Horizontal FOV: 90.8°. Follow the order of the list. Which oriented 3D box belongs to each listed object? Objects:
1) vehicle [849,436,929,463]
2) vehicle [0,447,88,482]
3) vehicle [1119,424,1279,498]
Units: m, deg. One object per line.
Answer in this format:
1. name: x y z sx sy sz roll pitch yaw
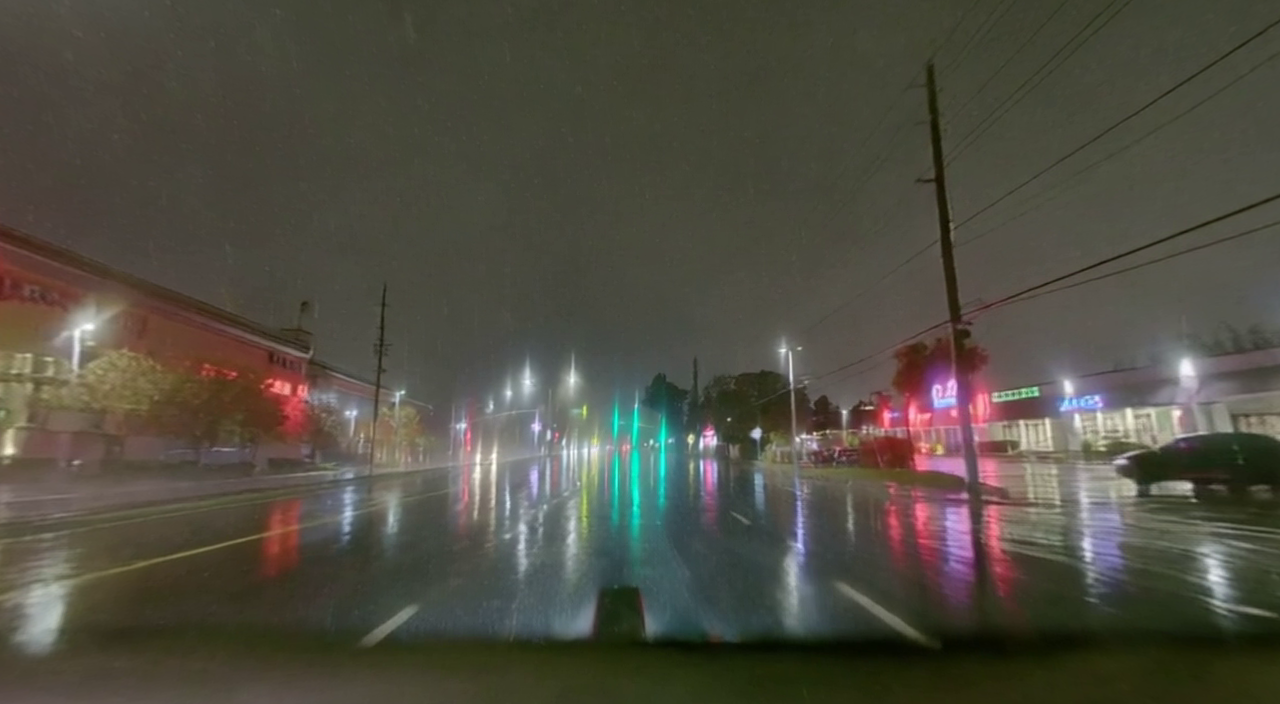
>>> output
1. vehicle: 16.877 6.613 42.943 4.634 1.745 1.893 0 -9 0
2. vehicle: -31.134 5.626 31.829 4.654 1.681 2.034 0 -9 0
3. vehicle: 15.352 2.814 16.617 1.881 1.664 4.658 0 -9 1
